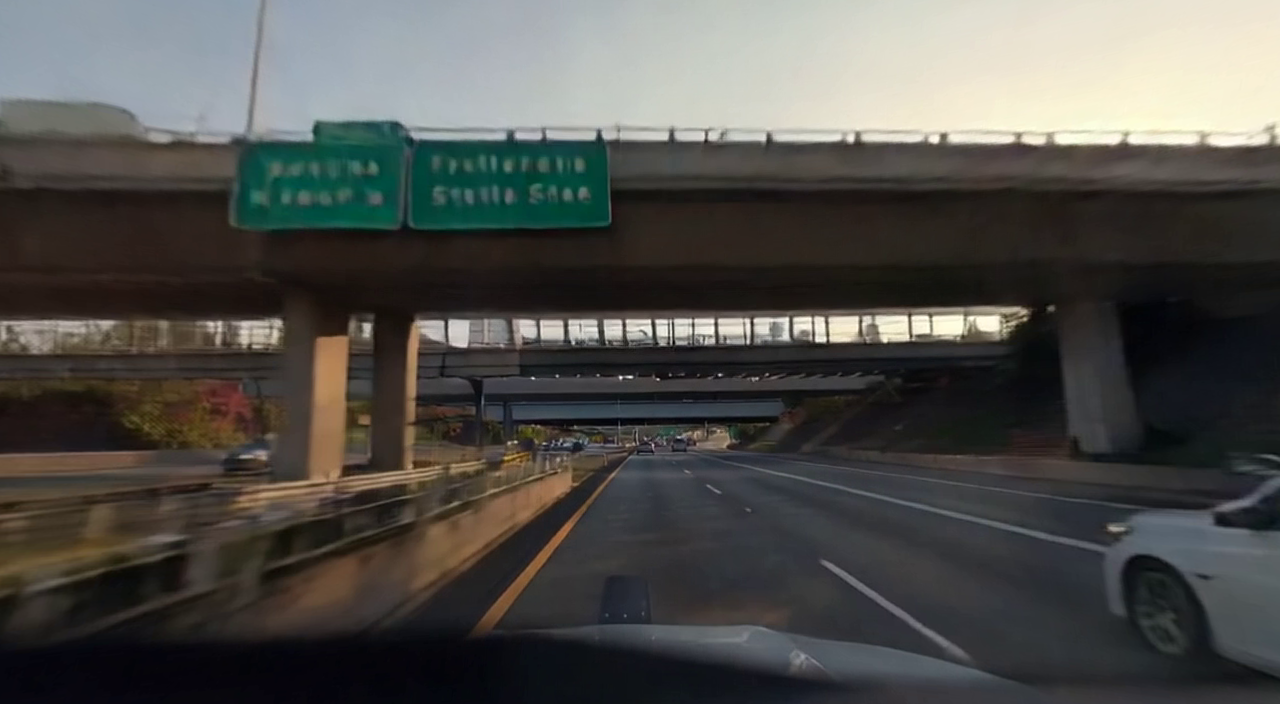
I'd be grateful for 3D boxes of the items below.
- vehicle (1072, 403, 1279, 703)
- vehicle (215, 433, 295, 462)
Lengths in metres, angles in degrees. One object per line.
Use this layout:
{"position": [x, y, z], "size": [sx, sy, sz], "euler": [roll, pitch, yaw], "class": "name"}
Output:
{"position": [3.476, 0.771, 1.224], "size": [2.091, 1.482, 4.522], "euler": [0, -8, 1], "class": "vehicle"}
{"position": [-20.050, 4.982, 32.939], "size": [1.809, 1.431, 3.660], "euler": [0, -8, 1], "class": "vehicle"}
